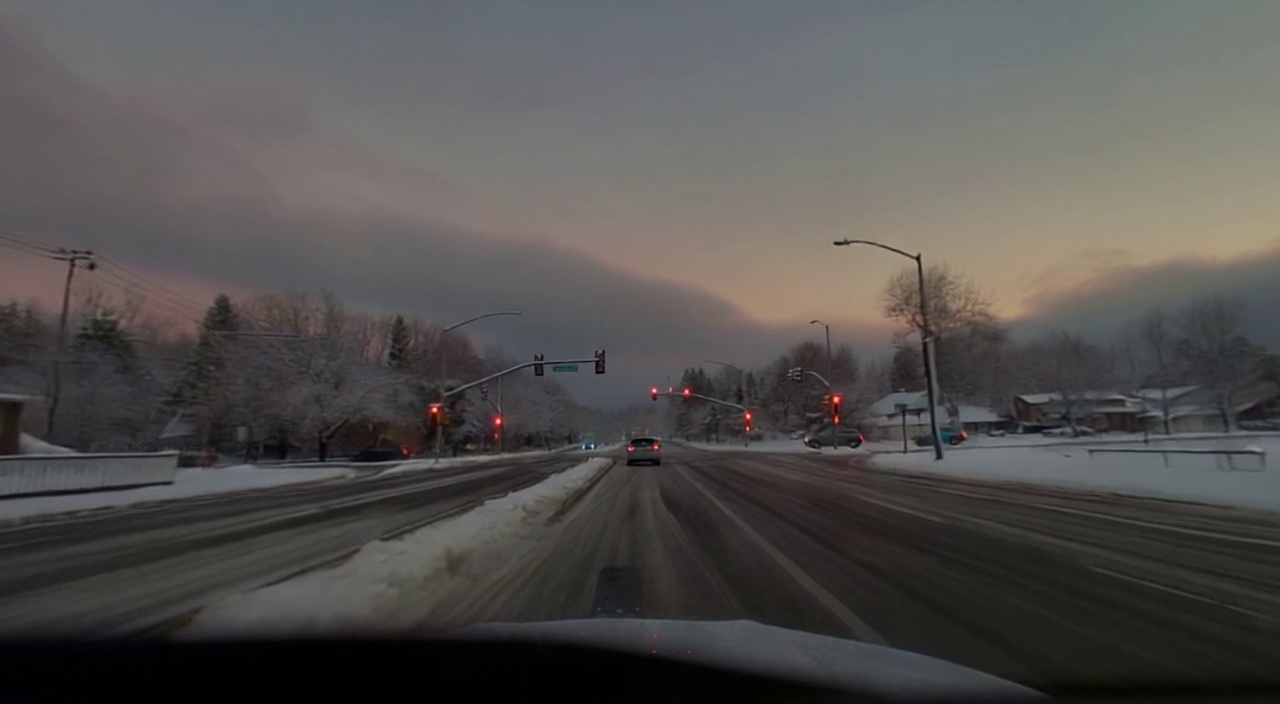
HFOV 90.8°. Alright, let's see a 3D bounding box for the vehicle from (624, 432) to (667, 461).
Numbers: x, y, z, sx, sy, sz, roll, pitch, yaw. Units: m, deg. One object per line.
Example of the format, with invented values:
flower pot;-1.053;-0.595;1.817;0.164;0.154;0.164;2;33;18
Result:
vehicle;0.369;5.521;36.813;2.074;1.570;3.647;-1;-8;8
